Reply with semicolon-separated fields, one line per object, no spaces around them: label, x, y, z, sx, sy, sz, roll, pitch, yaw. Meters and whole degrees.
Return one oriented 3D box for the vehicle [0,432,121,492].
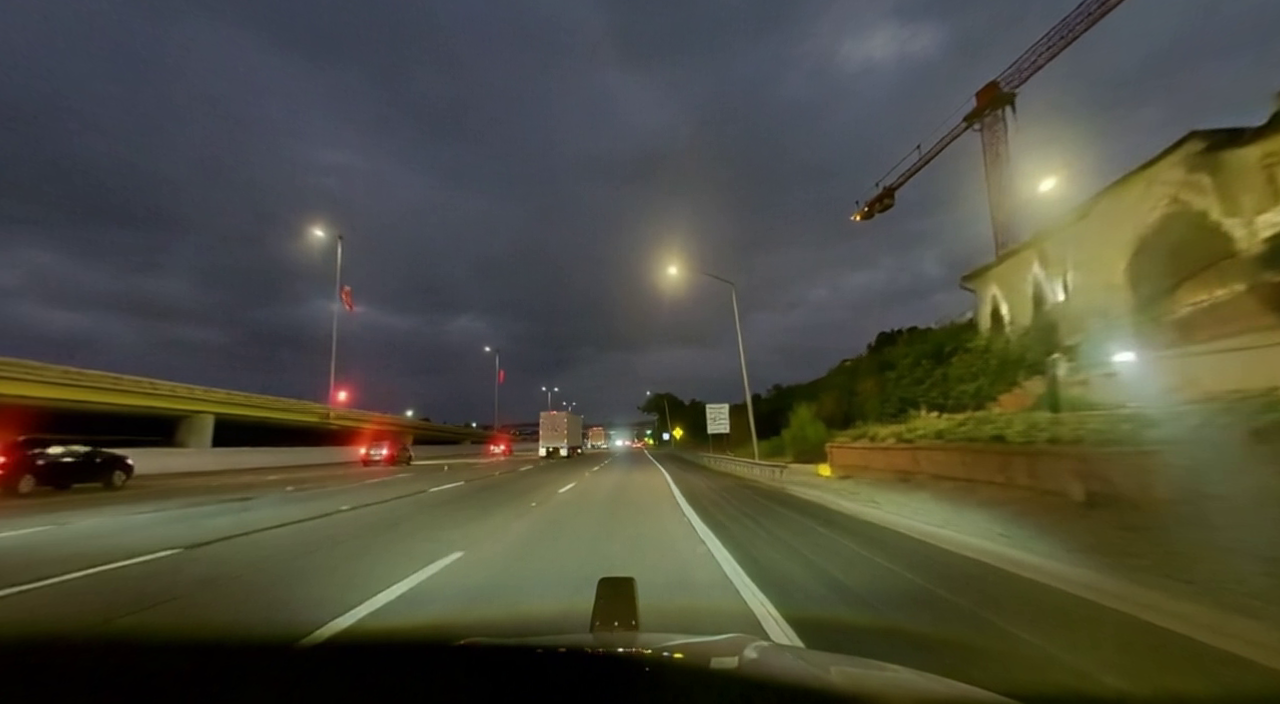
vehicle;-18.403;3.265;19.001;1.866;1.609;4.315;0;-9;0

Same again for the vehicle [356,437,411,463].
vehicle;-18.305;7.015;45.342;1.932;1.752;4.541;0;-9;1
